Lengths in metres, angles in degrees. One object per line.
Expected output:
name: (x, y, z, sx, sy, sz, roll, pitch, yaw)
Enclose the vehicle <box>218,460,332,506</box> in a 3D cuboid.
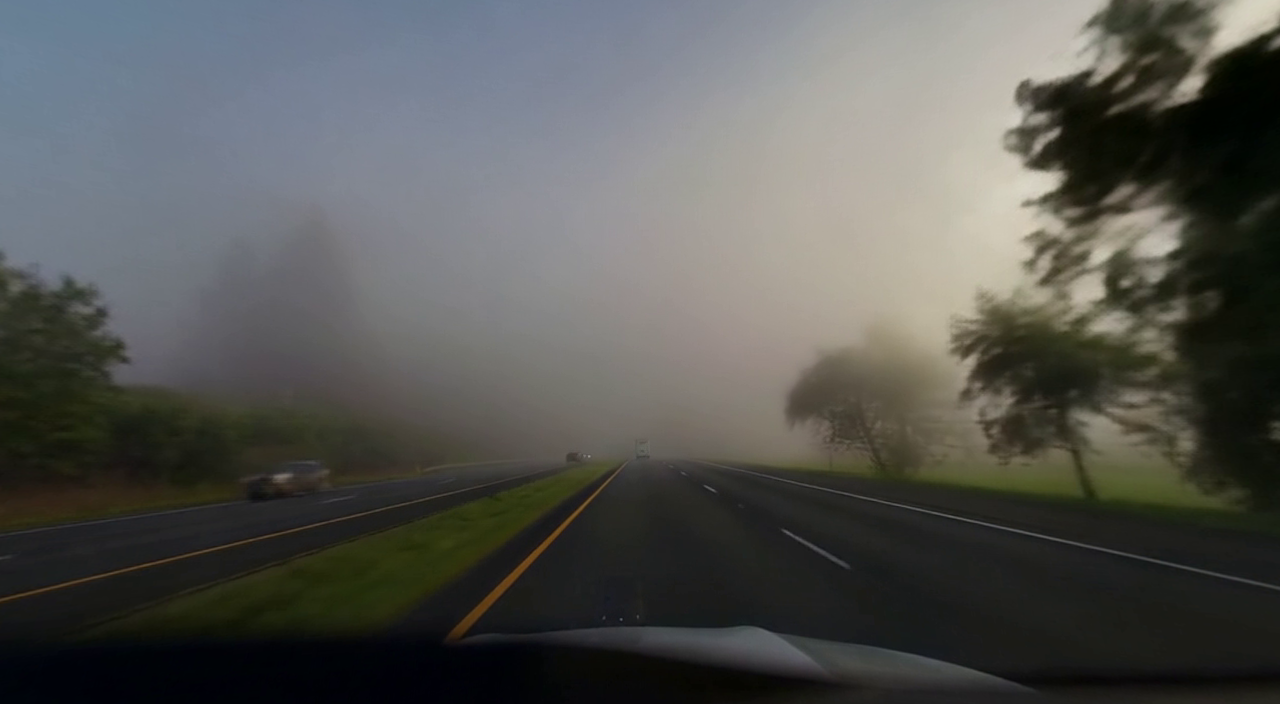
vehicle: (-14.199, 5.082, 24.892, 1.852, 1.514, 4.446, 0, -9, 0)
